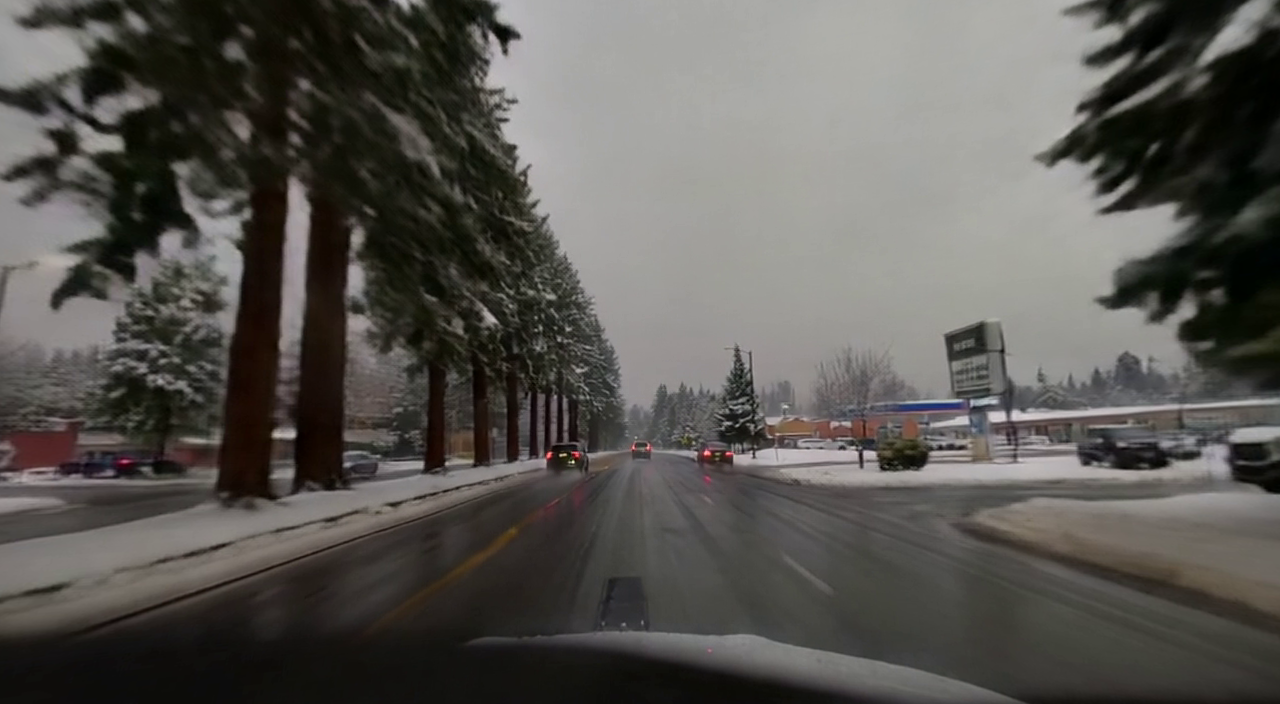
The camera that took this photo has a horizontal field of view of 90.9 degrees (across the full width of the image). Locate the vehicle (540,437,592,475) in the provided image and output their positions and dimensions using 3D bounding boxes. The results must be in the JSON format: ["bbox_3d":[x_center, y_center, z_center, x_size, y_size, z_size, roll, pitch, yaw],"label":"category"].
[{"bbox_3d":[-3.632,5.160,31.626,2.051,1.747,4.370,0,-8,1],"label":"vehicle"}]

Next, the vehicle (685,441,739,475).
[{"bbox_3d":[3.448,5.153,30.955,2.010,1.486,4.498,0,-8,-1],"label":"vehicle"}]

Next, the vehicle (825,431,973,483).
[{"bbox_3d":[9.479,3.835,23.264,4.526,1.768,2.056,1,-9,-8],"label":"vehicle"}]

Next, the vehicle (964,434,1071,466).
[{"bbox_3d":[22.567,5.843,37.785,5.111,1.785,2.119,0,-8,-4],"label":"vehicle"}]

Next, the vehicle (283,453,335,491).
[{"bbox_3d":[-14.778,5.300,28.148,1.839,1.478,4.437,4,-9,-27],"label":"vehicle"}]

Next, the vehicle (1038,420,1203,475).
[{"bbox_3d":[16.833,3.353,22.280,4.107,1.487,1.937,-5,-7,3],"label":"vehicle"}]
